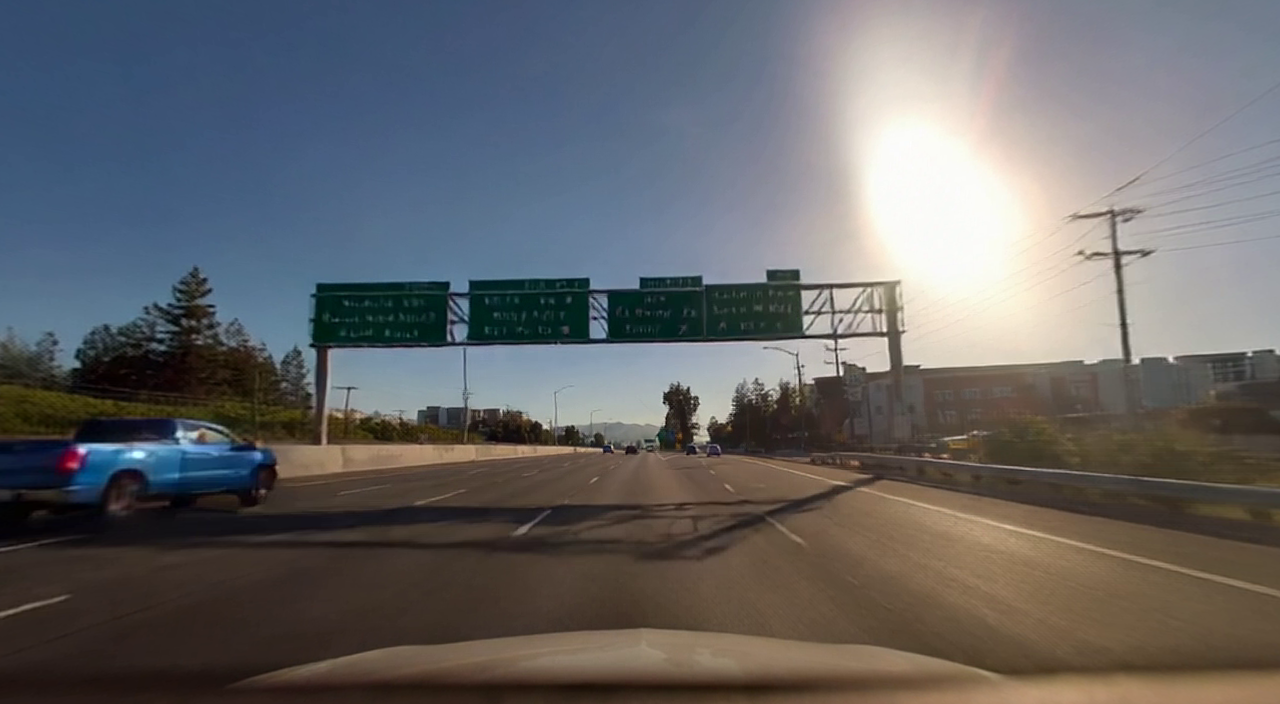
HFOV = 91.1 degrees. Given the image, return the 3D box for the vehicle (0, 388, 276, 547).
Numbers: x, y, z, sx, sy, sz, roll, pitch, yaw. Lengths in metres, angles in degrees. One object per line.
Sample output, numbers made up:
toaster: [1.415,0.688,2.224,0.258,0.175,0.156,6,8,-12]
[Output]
vehicle: [-10.131,2.064,11.903,2.667,2.213,6.081,0,-8,1]
